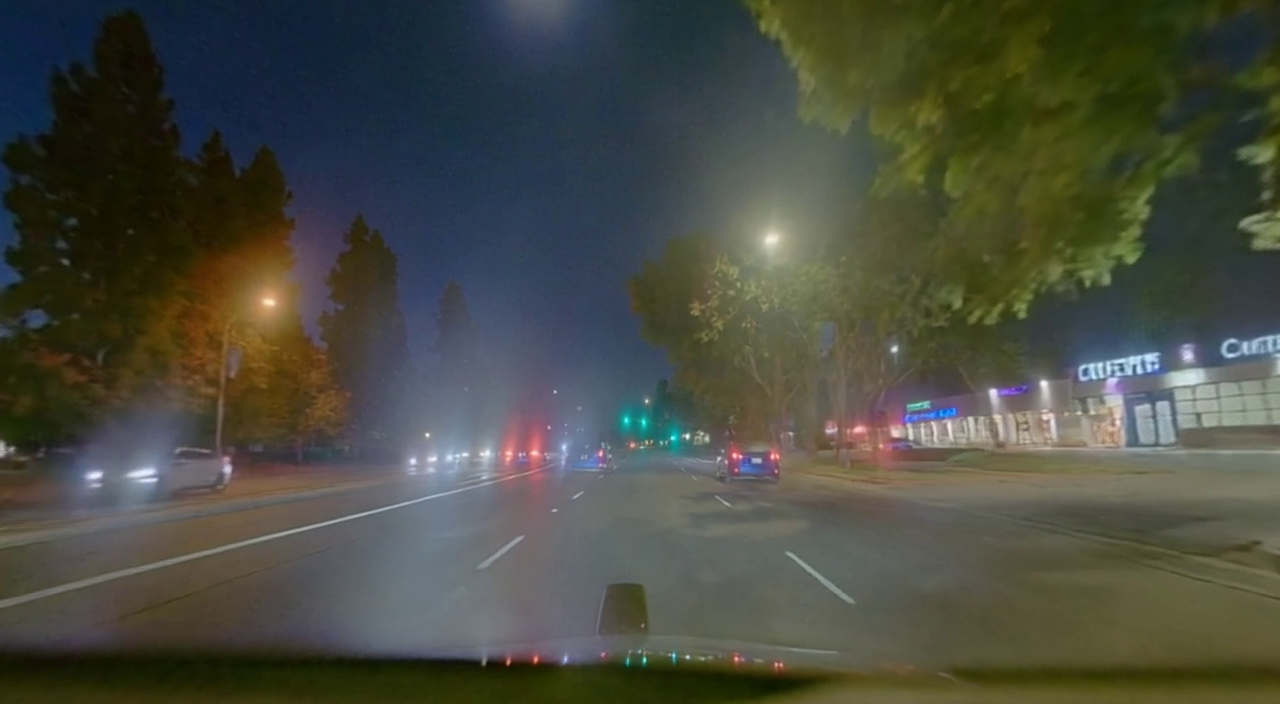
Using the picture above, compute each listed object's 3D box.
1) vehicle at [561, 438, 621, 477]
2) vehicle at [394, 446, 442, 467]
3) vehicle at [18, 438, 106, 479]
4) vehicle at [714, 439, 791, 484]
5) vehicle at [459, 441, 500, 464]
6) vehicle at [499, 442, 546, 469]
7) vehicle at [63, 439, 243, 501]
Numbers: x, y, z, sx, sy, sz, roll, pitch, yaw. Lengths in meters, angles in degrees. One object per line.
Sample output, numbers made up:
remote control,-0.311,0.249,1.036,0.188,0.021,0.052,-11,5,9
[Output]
vehicle,-2.008,4.456,26.943,2.001,1.504,4.212,-1,-8,3
vehicle,-16.056,7.564,45.838,1.841,1.479,4.286,0,-8,1
vehicle,-40.299,7.433,44.070,3.598,2.686,2.811,4,-9,-24
vehicle,4.034,3.985,23.347,1.977,1.474,4.399,0,-8,-1
vehicle,-11.989,7.548,47.411,1.944,1.662,4.160,0,-8,1
vehicle,-6.706,5.938,36.417,1.993,1.444,3.965,0,-8,-1
vehicle,-15.307,3.682,20.239,2.052,1.729,4.598,0,-8,0
